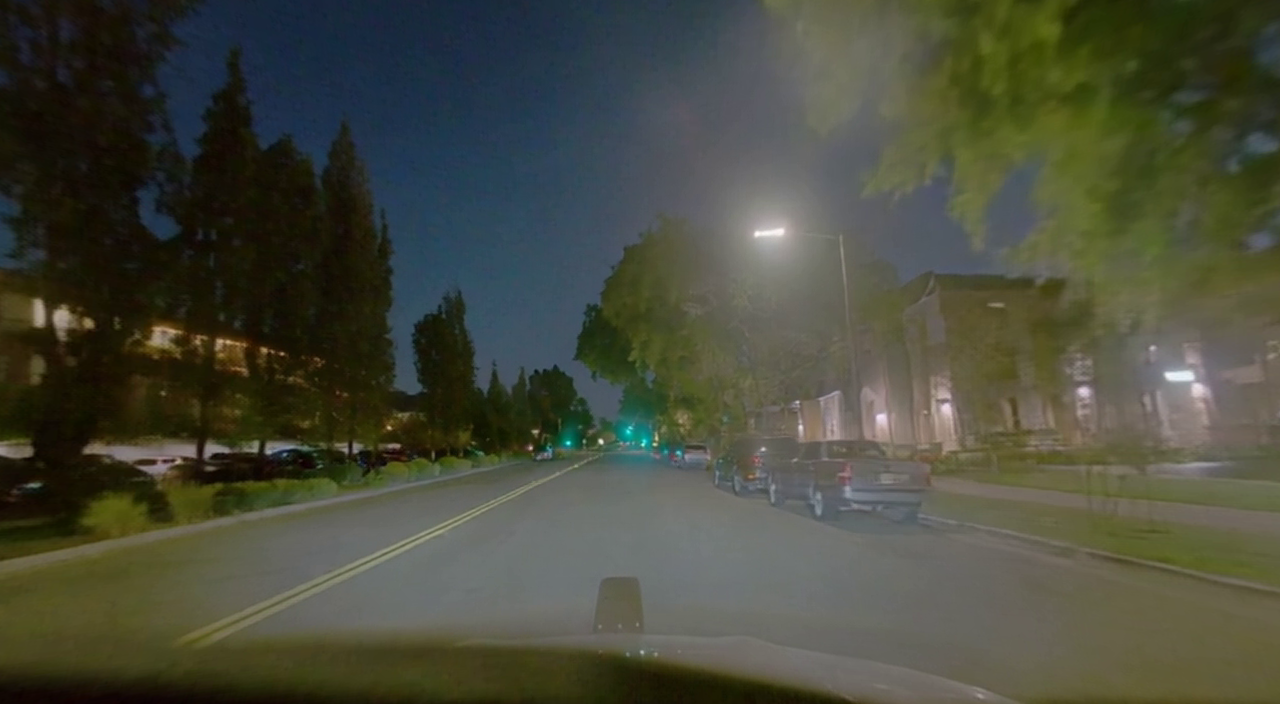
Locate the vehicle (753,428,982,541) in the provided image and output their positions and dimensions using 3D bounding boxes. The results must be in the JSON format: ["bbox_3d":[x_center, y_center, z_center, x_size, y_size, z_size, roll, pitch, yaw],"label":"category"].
[{"bbox_3d":[3.631,2.211,11.341,1.933,1.528,5.006,0,-8,-4],"label":"vehicle"}]

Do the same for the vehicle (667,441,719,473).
[{"bbox_3d":[2.660,5.425,32.961,1.952,1.538,5.215,0,-8,-4],"label":"vehicle"}]

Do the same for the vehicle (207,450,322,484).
[{"bbox_3d":[-17.500,5.348,29.503,4.491,1.455,1.959,-3,-9,16],"label":"vehicle"}]
